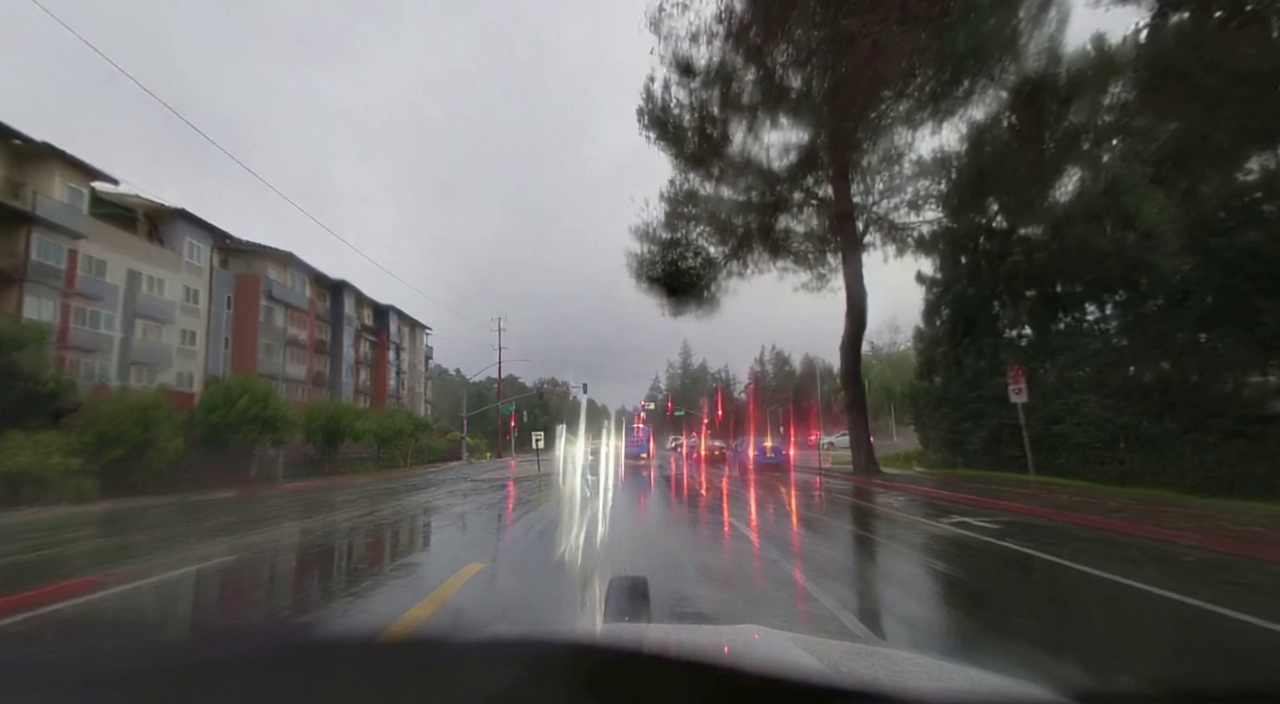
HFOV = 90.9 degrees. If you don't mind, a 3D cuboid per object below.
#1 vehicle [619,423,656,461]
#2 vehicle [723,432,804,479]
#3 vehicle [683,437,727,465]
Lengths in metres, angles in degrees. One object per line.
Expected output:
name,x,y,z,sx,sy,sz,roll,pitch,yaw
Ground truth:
vehicle,-0.166,6.362,44.382,2.422,2.488,4.992,0,-8,0
vehicle,4.311,3.719,22.848,1.967,1.506,4.968,0,-8,0
vehicle,3.636,5.630,36.060,1.951,1.483,4.582,0,-8,-1
